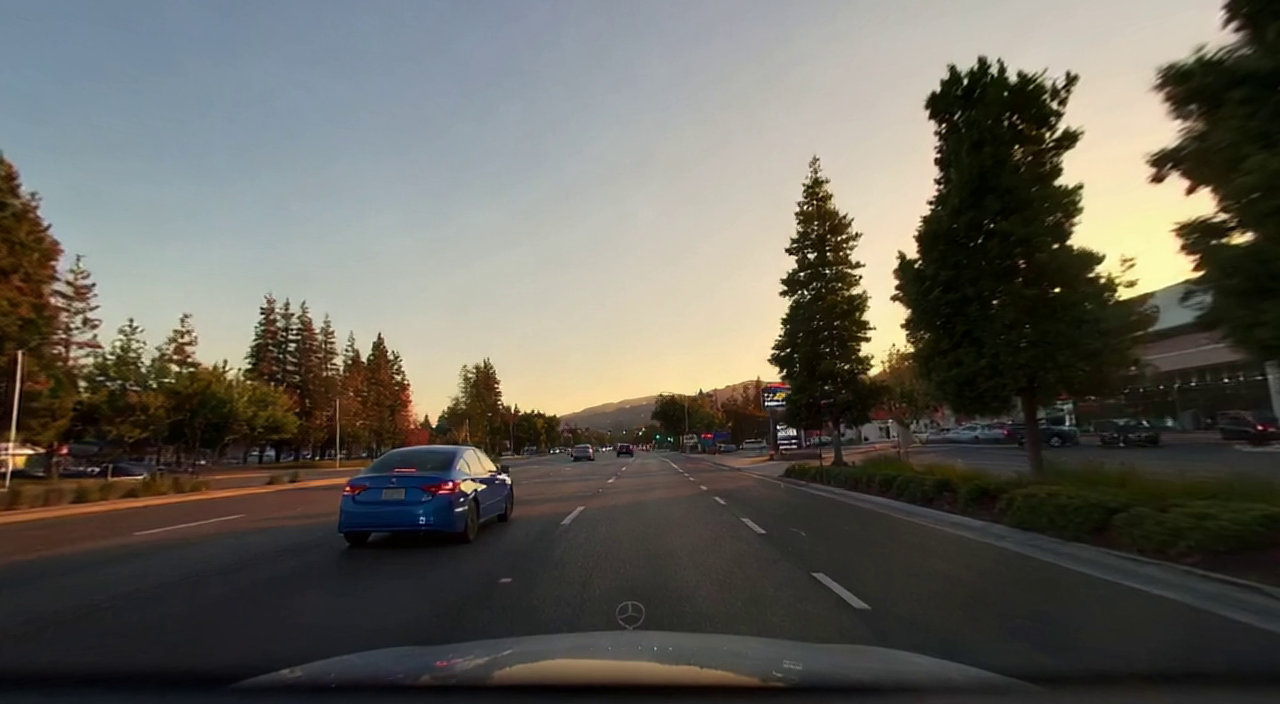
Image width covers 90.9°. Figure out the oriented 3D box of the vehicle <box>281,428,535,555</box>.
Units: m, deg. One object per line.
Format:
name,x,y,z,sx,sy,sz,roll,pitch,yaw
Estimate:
vehicle,-3.129,1.985,9.730,2.152,1.479,4.394,0,-9,2
